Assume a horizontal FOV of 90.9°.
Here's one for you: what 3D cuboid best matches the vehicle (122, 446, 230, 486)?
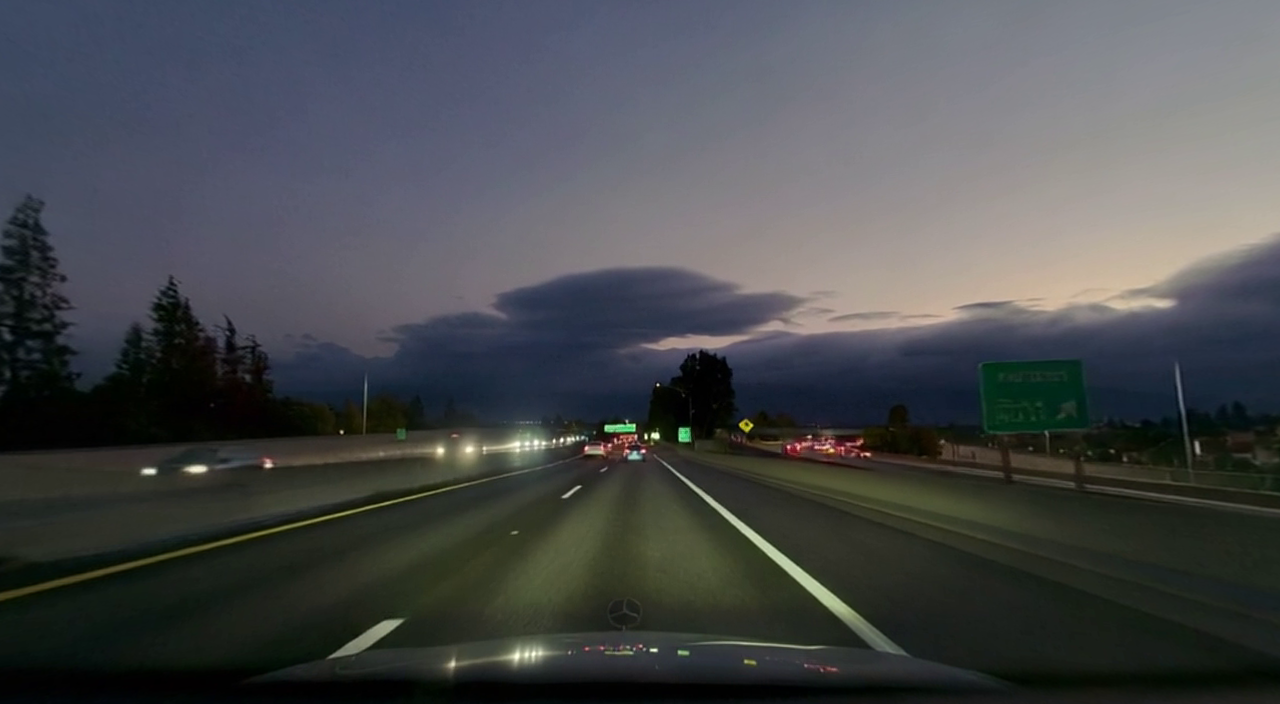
[{"bbox_3d":[-17.029,4.163,23.351,1.457,1.357,3.245,0,-8,1],"label":"vehicle"}]

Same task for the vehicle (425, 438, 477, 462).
[{"bbox_3d":[-13.069,6.811,43.920,2.289,1.607,4.231,0,-8,0],"label":"vehicle"}]

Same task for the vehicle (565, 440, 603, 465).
[{"bbox_3d":[-3.596,6.487,41.069,2.067,1.509,4.551,0,-8,0],"label":"vehicle"}]

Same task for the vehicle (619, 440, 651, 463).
[{"bbox_3d":[-0.321,6.920,44.023,2.100,1.471,3.956,0,-8,0],"label":"vehicle"}]
